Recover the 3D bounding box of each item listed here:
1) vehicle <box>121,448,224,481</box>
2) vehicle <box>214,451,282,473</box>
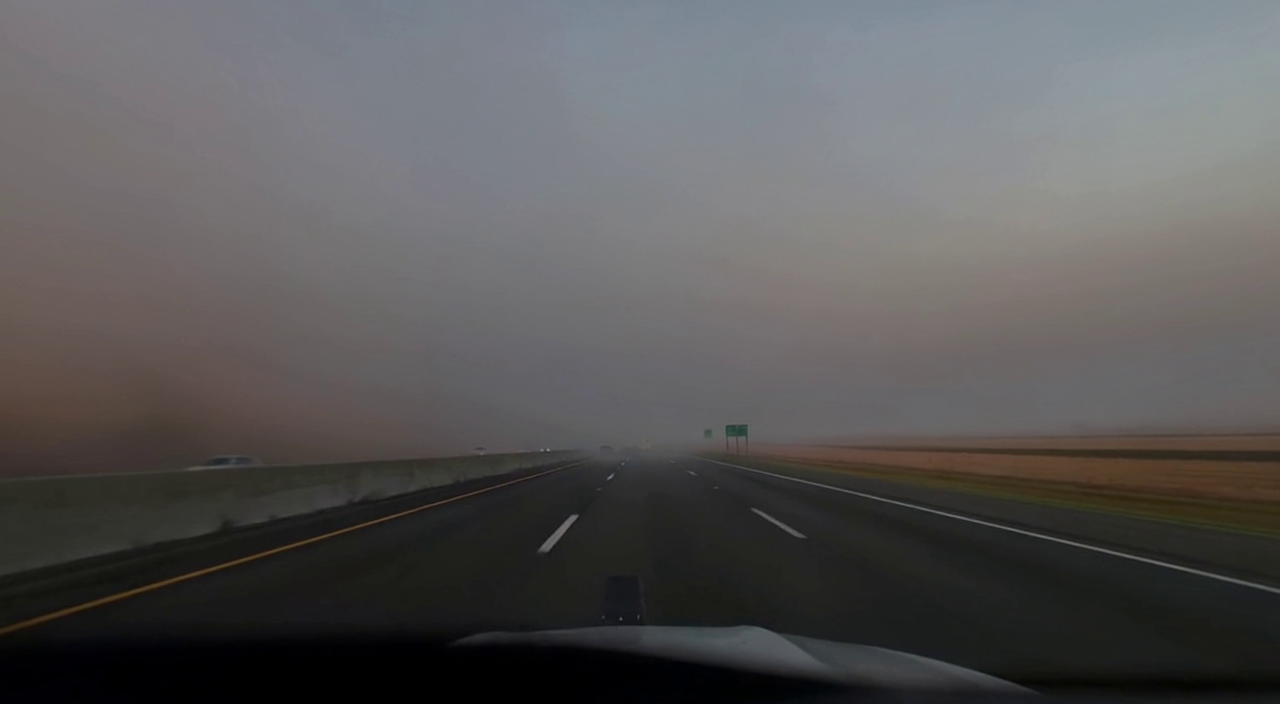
[{"bbox_3d":[-24.732,5.929,33.542,1.924,1.602,4.570,0,-9,0],"label":"vehicle"},{"bbox_3d":[-29.057,8.169,46.880,1.834,1.510,4.854,0,-9,1],"label":"vehicle"}]
